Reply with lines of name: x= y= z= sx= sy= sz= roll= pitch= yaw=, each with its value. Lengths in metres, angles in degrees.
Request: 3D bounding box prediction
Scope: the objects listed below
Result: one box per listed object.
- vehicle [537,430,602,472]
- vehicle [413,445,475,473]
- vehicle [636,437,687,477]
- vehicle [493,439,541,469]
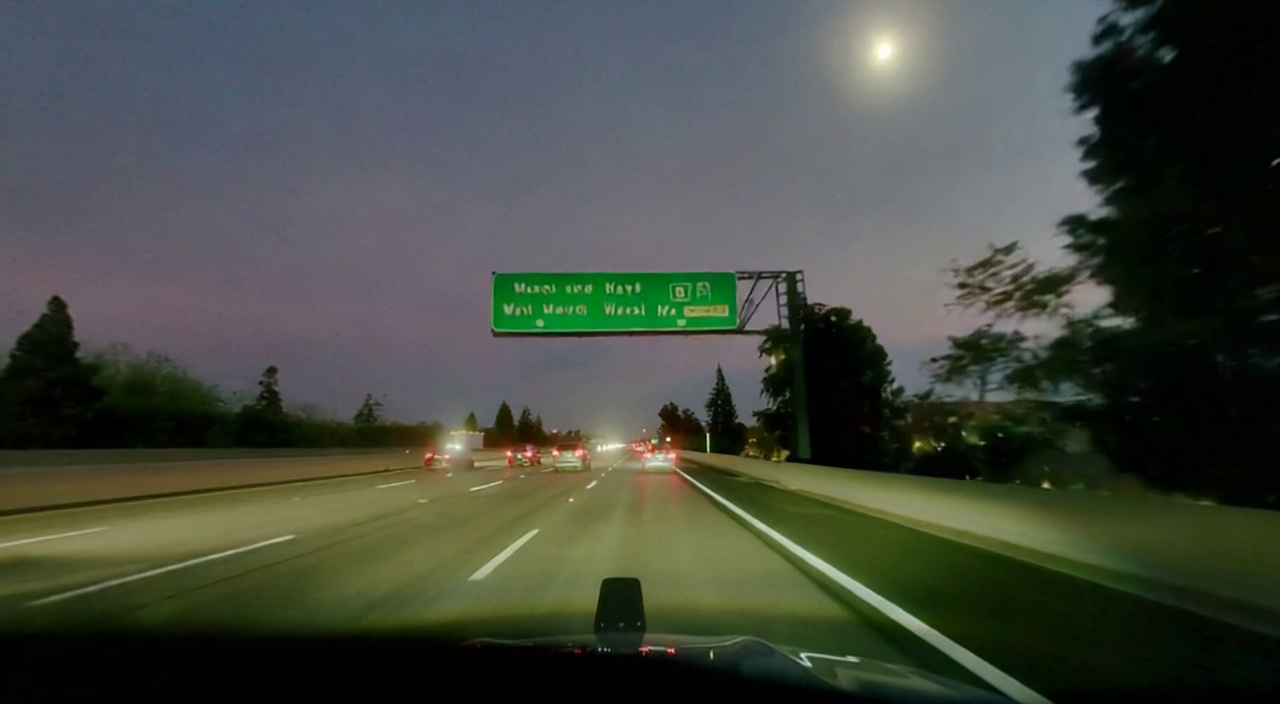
vehicle: x=-3.672 y=5.340 z=34.262 sx=2.751 sy=2.050 sz=5.761 roll=0 pitch=-8 yaw=1
vehicle: x=-11.089 y=6.054 z=36.072 sx=1.951 sy=1.491 sz=4.697 roll=0 pitch=-8 yaw=1
vehicle: x=0.873 y=4.768 z=28.933 sx=2.135 sy=1.697 sz=4.757 roll=0 pitch=-8 yaw=0
vehicle: x=-7.803 y=6.513 z=40.539 sx=2.078 sy=1.779 sz=4.610 roll=0 pitch=-8 yaw=1
